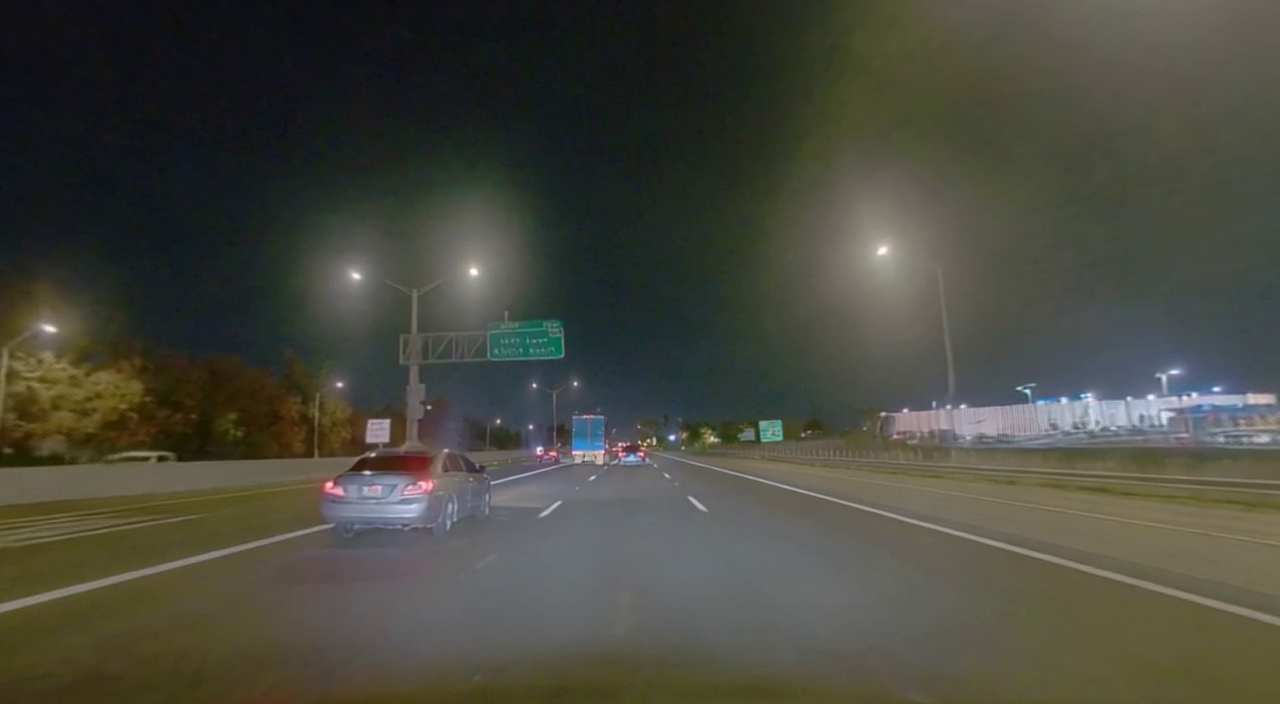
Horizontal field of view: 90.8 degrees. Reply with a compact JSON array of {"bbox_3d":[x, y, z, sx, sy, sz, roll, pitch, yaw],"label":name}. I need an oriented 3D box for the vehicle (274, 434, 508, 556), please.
[{"bbox_3d":[-3.601,2.132,10.197,1.997,1.507,4.391,0,-9,0],"label":"vehicle"}]

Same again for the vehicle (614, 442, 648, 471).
[{"bbox_3d":[-0.561,6.557,39.881,2.033,1.669,4.112,0,-9,-1],"label":"vehicle"}]
